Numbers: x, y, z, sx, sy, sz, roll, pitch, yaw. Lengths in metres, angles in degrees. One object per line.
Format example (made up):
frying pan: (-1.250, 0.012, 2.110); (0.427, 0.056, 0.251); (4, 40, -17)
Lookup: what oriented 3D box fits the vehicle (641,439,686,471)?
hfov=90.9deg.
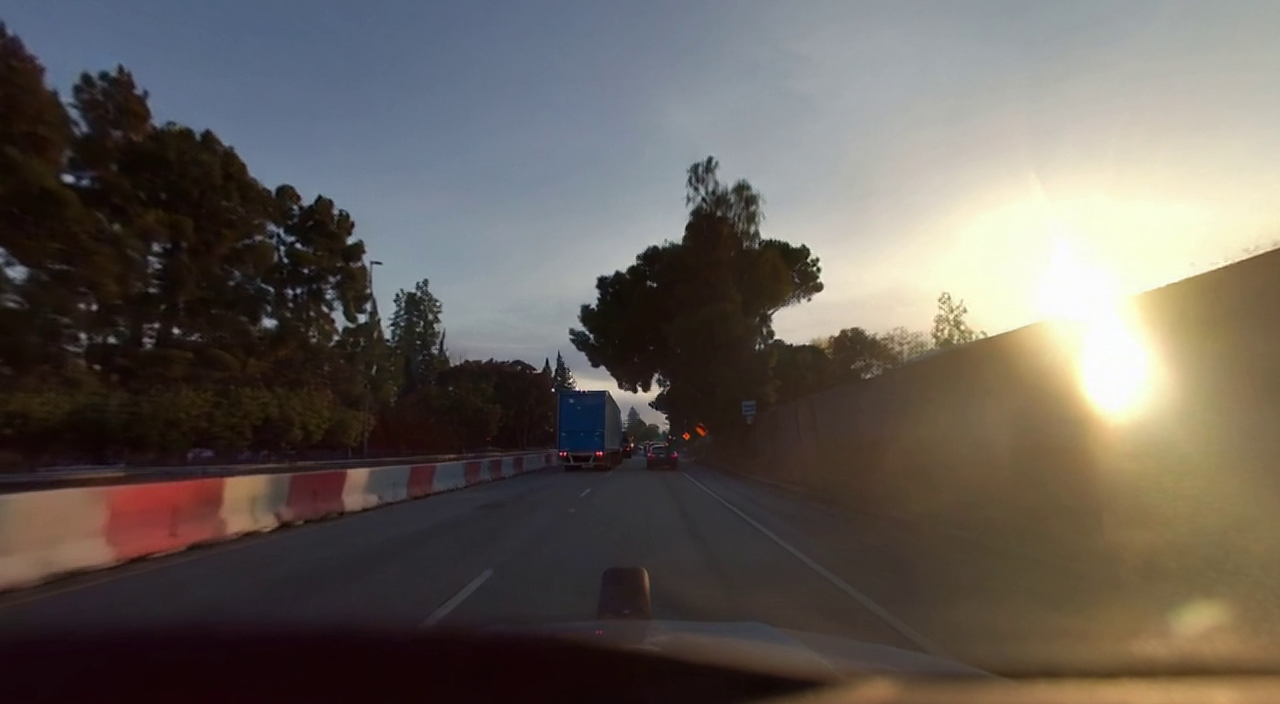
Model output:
vehicle: (1.209, 5.693, 35.081); (2.304, 1.675, 4.462); (0, -8, 0)

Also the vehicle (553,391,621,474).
vehicle: (-2.922, 5.164, 39.650); (2.906, 4.115, 15.715); (0, -8, 0)
